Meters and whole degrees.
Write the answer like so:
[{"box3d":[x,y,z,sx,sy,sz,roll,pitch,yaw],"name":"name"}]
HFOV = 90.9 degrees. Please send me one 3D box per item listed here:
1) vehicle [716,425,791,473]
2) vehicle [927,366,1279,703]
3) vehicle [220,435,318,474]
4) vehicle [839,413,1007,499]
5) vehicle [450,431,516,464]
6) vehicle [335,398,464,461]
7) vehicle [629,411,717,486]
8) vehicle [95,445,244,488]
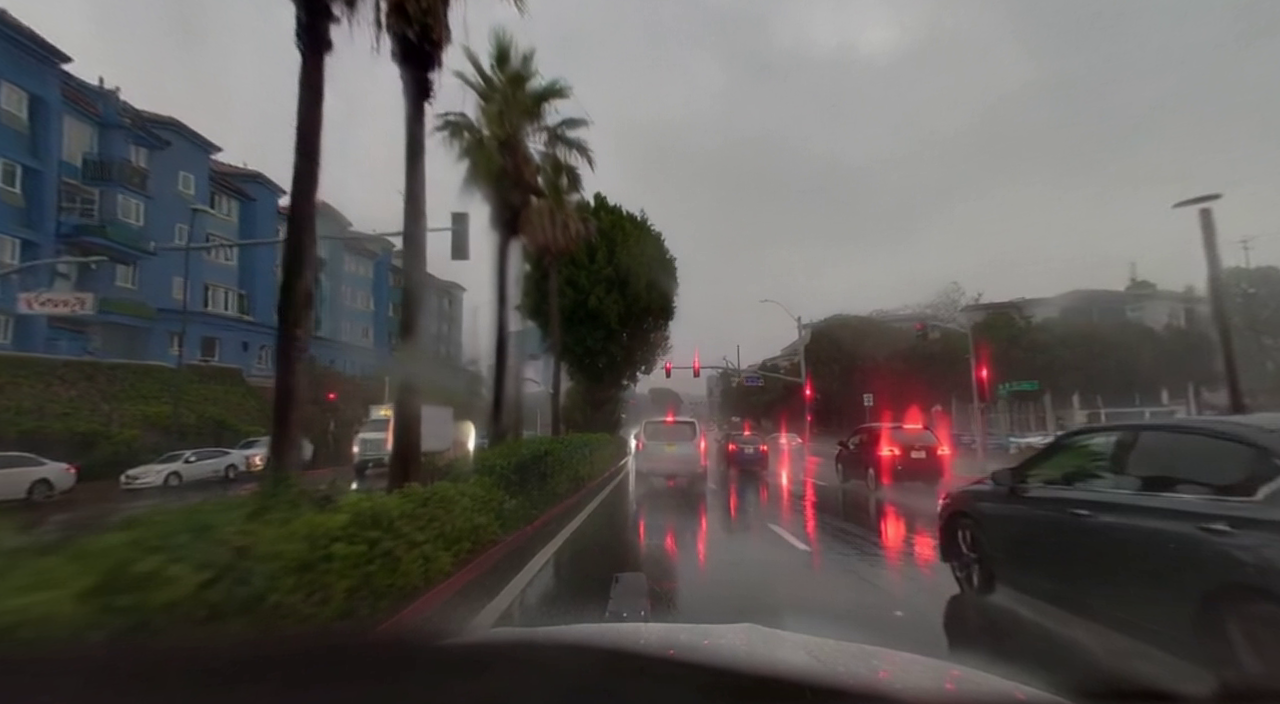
[{"box3d":[4.515,3.973,26.001,2.283,1.738,4.916,0,-8,1],"name":"vehicle"},{"box3d":[3.869,1.077,4.108,1.993,1.645,4.350,0,-8,1],"name":"vehicle"},{"box3d":[-18.062,5.004,30.972,1.965,1.747,4.461,0,-8,2],"name":"vehicle"},{"box3d":[7.458,2.820,17.441,2.215,1.973,5.323,0,-8,1],"name":"vehicle"},{"box3d":[-7.800,4.824,31.824,2.101,1.538,4.253,-1,-8,2],"name":"vehicle"},{"box3d":[-14.580,5.018,39.810,3.100,3.378,11.784,-1,-8,2],"name":"vehicle"},{"box3d":[1.006,3.143,20.722,2.487,2.115,5.444,0,-8,2],"name":"vehicle"},{"box3d":[-18.511,4.499,25.211,2.070,1.499,4.851,-1,-8,3],"name":"vehicle"}]
